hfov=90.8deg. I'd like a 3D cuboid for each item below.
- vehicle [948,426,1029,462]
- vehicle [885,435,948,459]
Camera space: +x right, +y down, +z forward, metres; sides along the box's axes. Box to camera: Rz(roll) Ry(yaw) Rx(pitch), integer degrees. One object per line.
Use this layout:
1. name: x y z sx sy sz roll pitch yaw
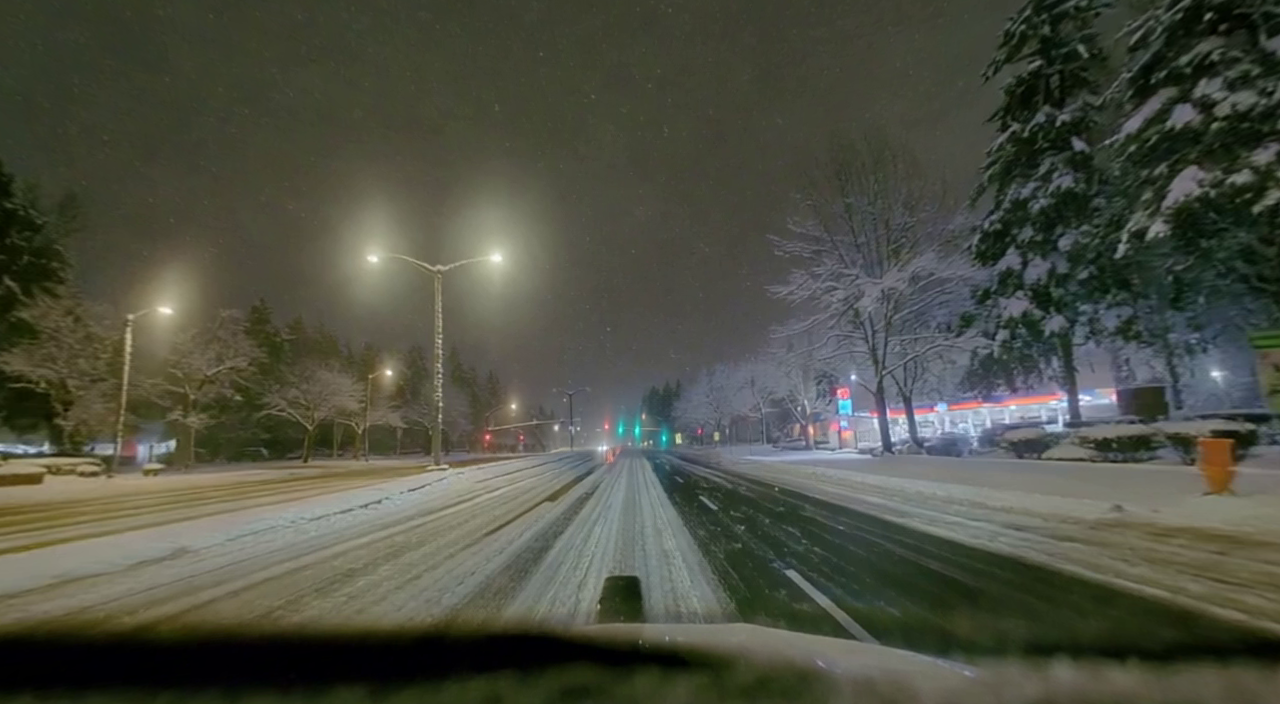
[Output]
1. vehicle: 22.902 6.016 41.821 2.094 1.937 5.262 -3 -6 -3
2. vehicle: 17.852 6.144 41.018 1.912 1.452 4.796 0 -8 0
